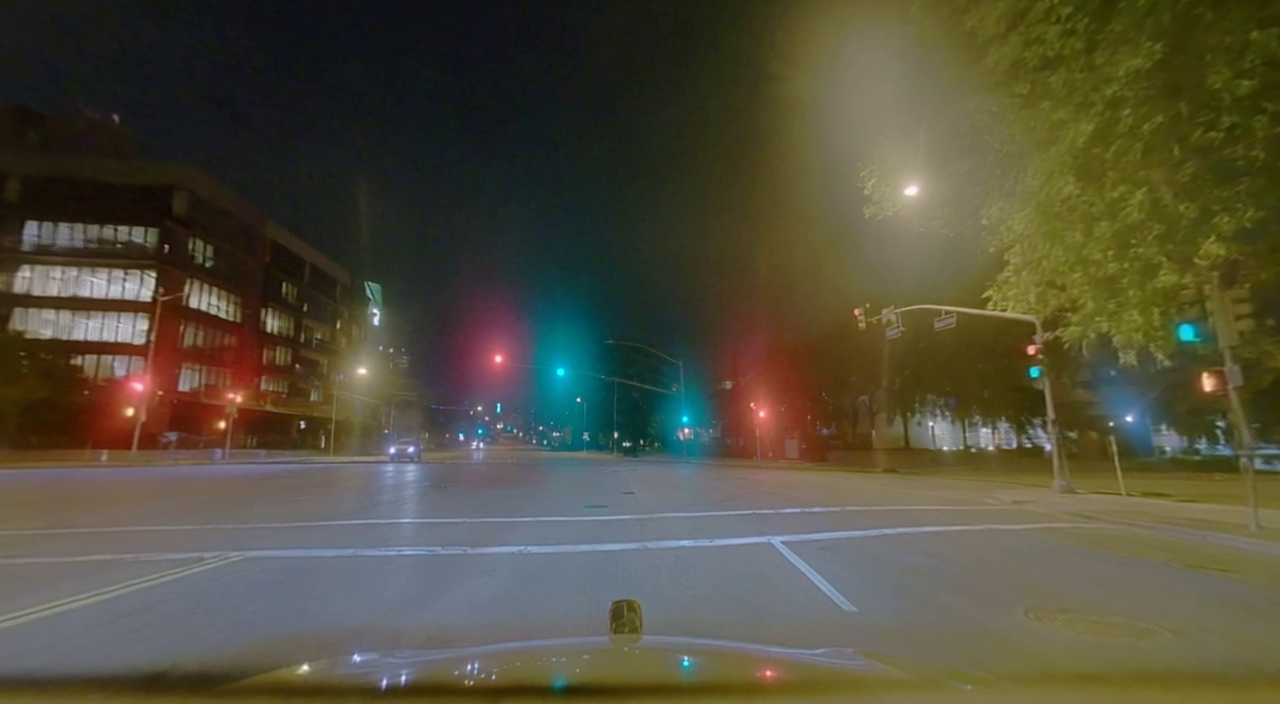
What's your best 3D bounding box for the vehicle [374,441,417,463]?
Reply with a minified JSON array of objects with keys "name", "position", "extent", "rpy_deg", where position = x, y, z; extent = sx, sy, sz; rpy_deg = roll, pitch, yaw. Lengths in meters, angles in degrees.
[{"name":"vehicle","position":[-17.258,7.072,44.829],"extent":[1.969,1.464,4.485],"rpy_deg":[1,-9,-10]}]
